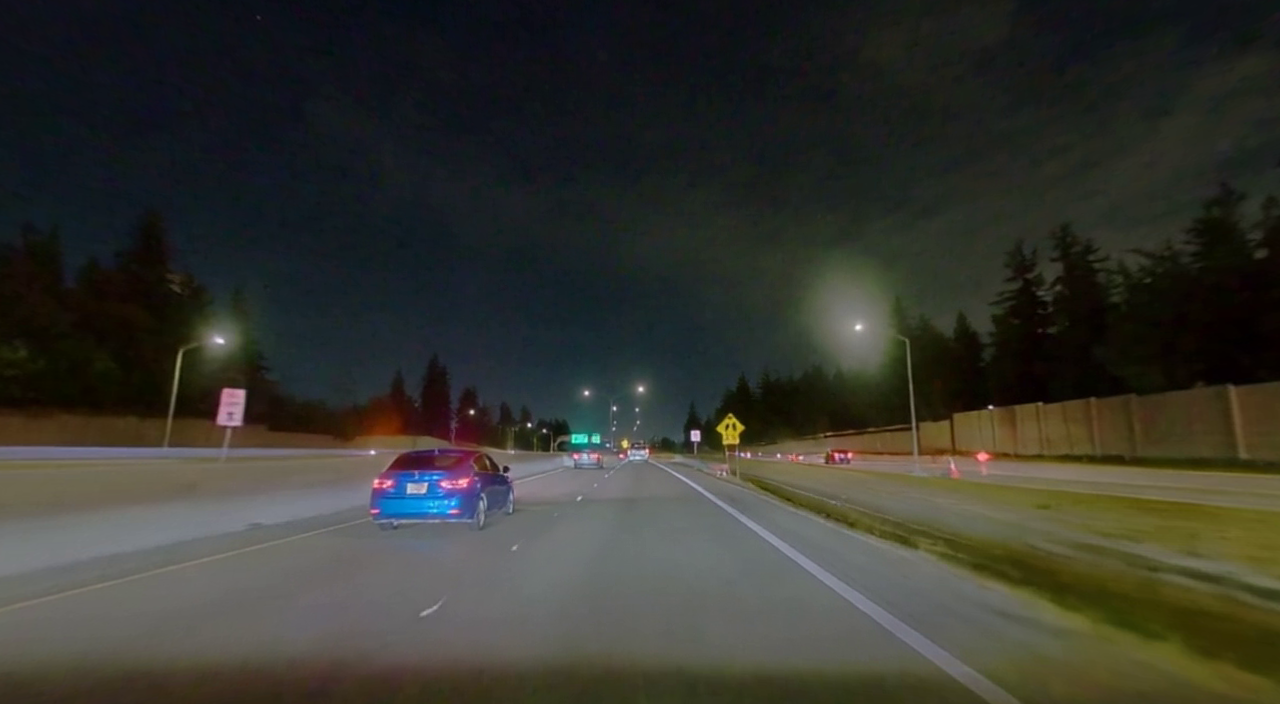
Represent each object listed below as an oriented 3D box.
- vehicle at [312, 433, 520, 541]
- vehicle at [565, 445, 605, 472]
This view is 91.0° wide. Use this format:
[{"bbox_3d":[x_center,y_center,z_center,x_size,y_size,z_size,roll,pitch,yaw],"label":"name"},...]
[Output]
[{"bbox_3d":[-3.638,2.278,11.341,2.012,1.510,4.672,0,-9,0],"label":"vehicle"},{"bbox_3d":[-3.076,6.063,36.051,1.965,1.459,4.145,0,-9,-1],"label":"vehicle"}]
